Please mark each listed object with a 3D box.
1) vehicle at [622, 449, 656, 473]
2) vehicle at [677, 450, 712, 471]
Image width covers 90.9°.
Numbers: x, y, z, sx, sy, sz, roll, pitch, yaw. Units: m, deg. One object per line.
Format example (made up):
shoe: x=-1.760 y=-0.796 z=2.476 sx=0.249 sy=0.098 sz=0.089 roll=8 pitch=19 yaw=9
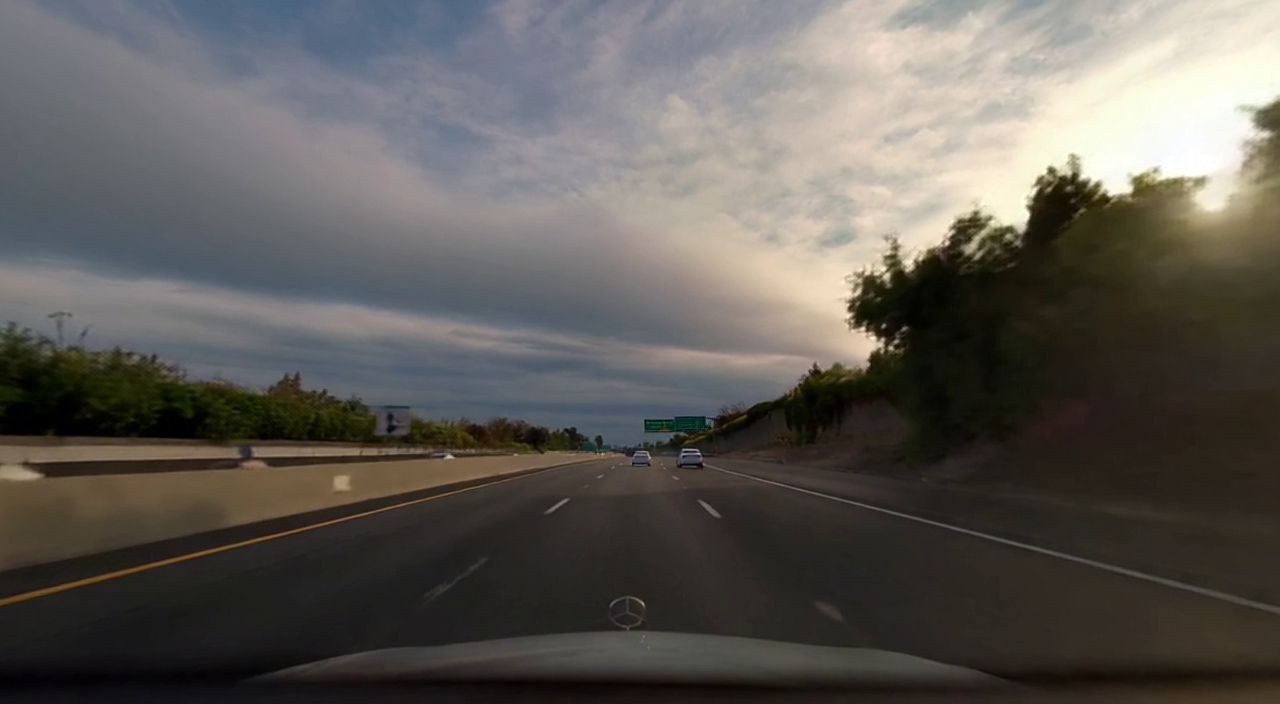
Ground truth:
vehicle: x=-0.093 y=6.855 z=39.796 sx=2.065 sy=1.400 sz=4.028 roll=0 pitch=-9 yaw=-1
vehicle: x=3.557 y=7.177 z=41.689 sx=1.883 sy=1.320 sz=3.386 roll=0 pitch=-9 yaw=-2
